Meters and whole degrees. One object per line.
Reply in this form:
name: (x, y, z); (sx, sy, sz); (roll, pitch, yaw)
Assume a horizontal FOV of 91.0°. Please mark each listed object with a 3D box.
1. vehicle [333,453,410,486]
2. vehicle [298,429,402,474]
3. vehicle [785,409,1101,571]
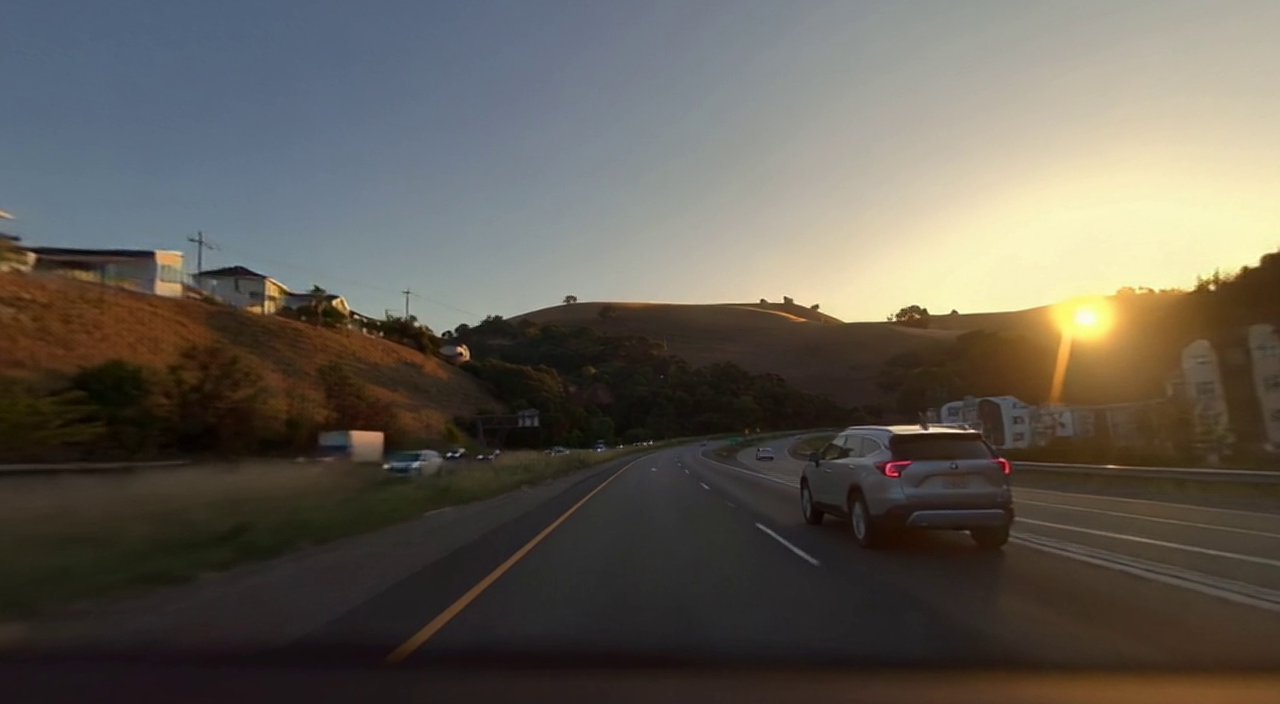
vehicle: (-13.311, 5.826, 31.516); (1.887, 1.459, 4.376); (0, -9, 1)
vehicle: (-20.460, 7.109, 45.267); (2.909, 2.854, 9.153); (0, -9, 2)
vehicle: (3.889, 1.871, 9.316); (2.318, 1.766, 4.587); (0, -9, -1)
